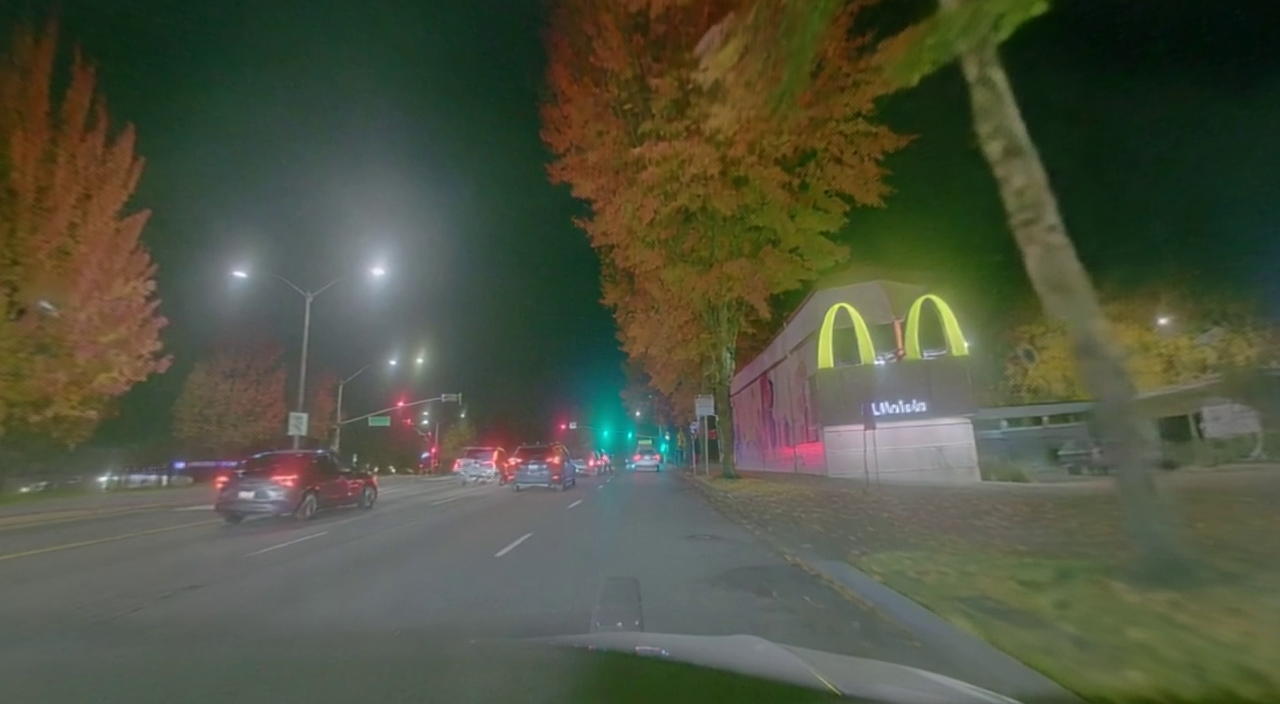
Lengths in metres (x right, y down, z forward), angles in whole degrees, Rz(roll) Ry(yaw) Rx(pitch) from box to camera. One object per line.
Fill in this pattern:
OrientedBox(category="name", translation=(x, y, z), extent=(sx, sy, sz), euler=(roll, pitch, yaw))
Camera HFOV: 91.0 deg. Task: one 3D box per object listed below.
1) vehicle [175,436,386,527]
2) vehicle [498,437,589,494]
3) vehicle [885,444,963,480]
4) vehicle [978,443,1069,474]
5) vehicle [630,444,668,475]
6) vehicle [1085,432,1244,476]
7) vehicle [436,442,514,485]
OrientedBox(category="vehicle", translation=(-7.323, 2.649, 13.465), extent=(1.932, 1.596, 4.247), euler=(0, -9, 1))
OrientedBox(category="vehicle", translation=(-3.048, 3.729, 21.007), extent=(2.165, 1.663, 4.513), euler=(0, -9, 2))
OrientedBox(category="vehicle", translation=(14.193, 5.510, 31.827), extent=(1.963, 1.703, 4.447), euler=(0, -9, 2))
OrientedBox(category="vehicle", translation=(20.006, 5.570, 33.139), extent=(1.938, 1.490, 4.750), euler=(0, -9, 2))
OrientedBox(category="vehicle", translation=(0.537, 6.406, 37.718), extent=(2.144, 1.704, 4.028), euler=(0, -9, 0))
OrientedBox(category="vehicle", translation=(20.204, 3.953, 24.561), extent=(1.899, 1.521, 4.410), euler=(2, -9, -13))
OrientedBox(category="vehicle", translation=(-7.131, 4.851, 27.741), extent=(2.069, 1.719, 4.441), euler=(0, -9, 2))
